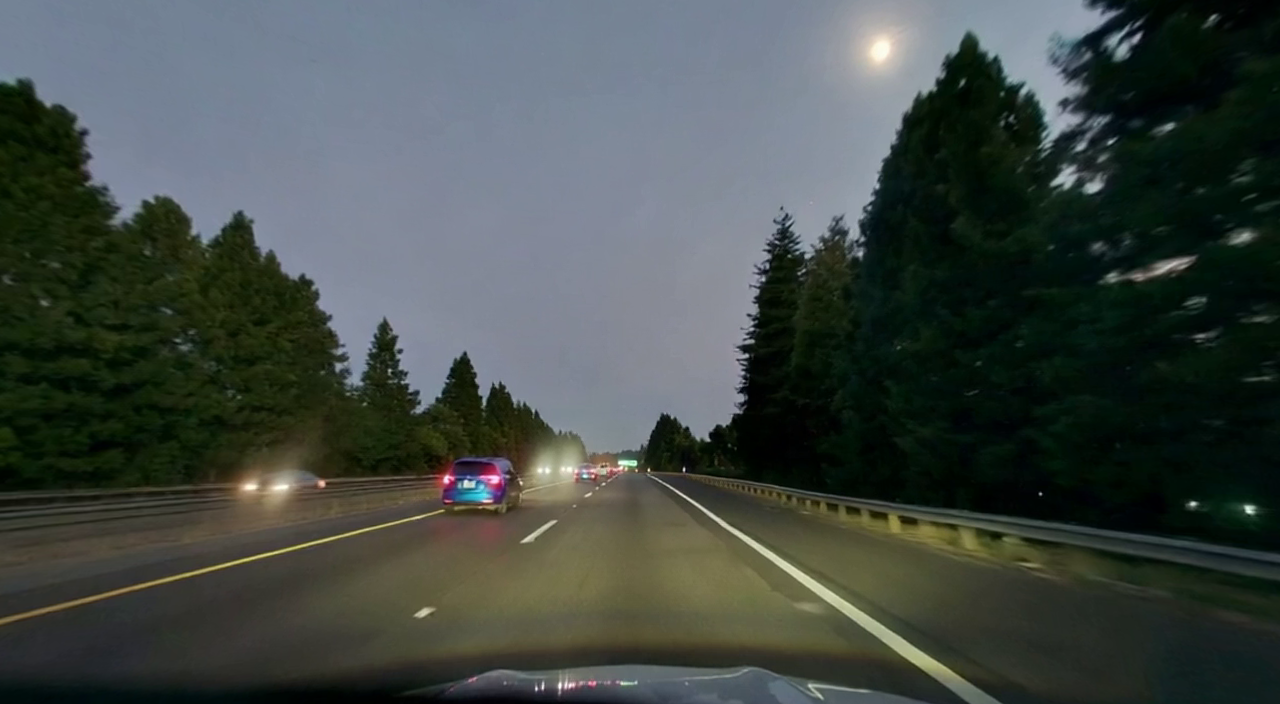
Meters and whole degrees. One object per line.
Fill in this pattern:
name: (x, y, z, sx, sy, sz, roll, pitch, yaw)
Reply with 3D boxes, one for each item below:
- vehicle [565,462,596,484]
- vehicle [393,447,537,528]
vehicle: (-4.332, 8.943, 46.680, 1.900, 1.469, 4.106, 1, -10, 0)
vehicle: (-3.895, 3.143, 14.959, 2.068, 1.592, 4.479, 0, -10, 0)
